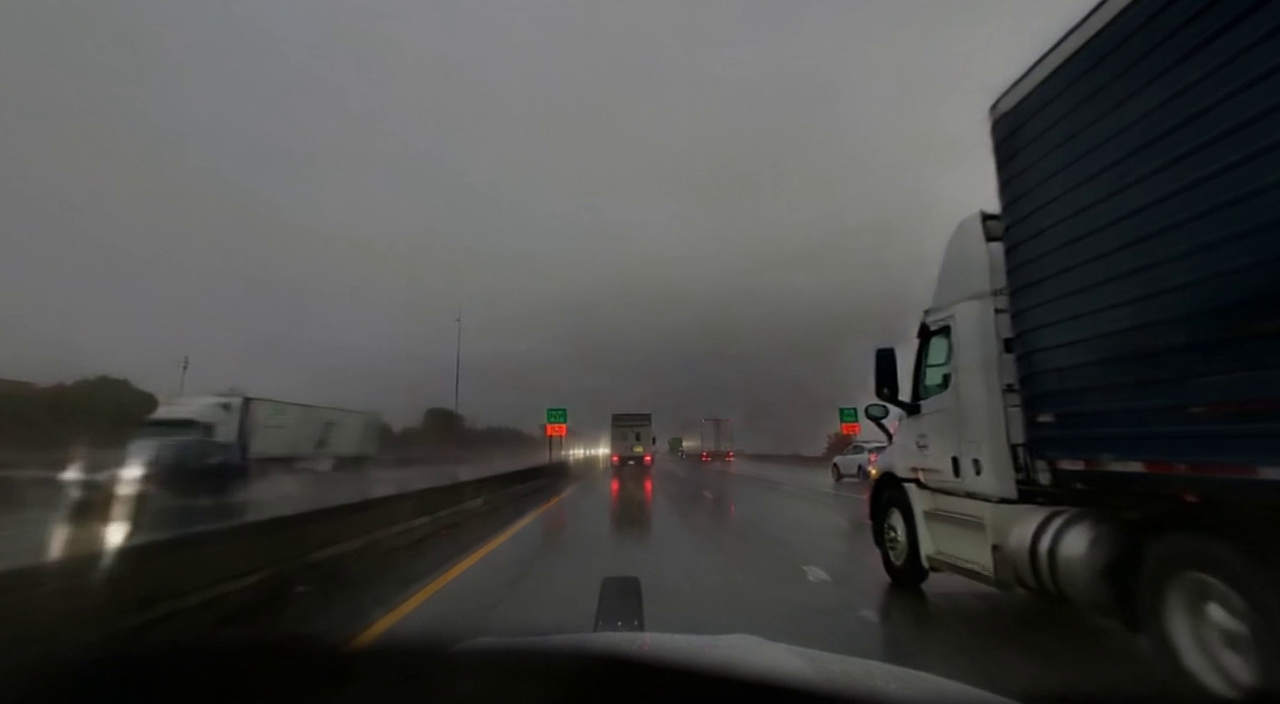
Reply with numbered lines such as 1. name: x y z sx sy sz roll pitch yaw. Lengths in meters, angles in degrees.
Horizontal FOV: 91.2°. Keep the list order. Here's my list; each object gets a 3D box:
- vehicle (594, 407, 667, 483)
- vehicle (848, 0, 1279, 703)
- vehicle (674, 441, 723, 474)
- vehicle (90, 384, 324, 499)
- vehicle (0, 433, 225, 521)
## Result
1. vehicle: -0.221 3.855 25.924 2.506 2.743 6.093 -1 -9 4
2. vehicle: 3.866 -0.469 1.473 2.972 4.007 10.643 0 -9 0
3. vehicle: 3.045 5.600 33.424 2.127 1.642 3.899 0 -9 -1
4. vehicle: -18.011 3.962 27.541 3.003 4.059 10.427 0 -9 -2
5. vehicle: -13.297 3.108 16.124 2.044 1.914 4.638 0 -9 0
